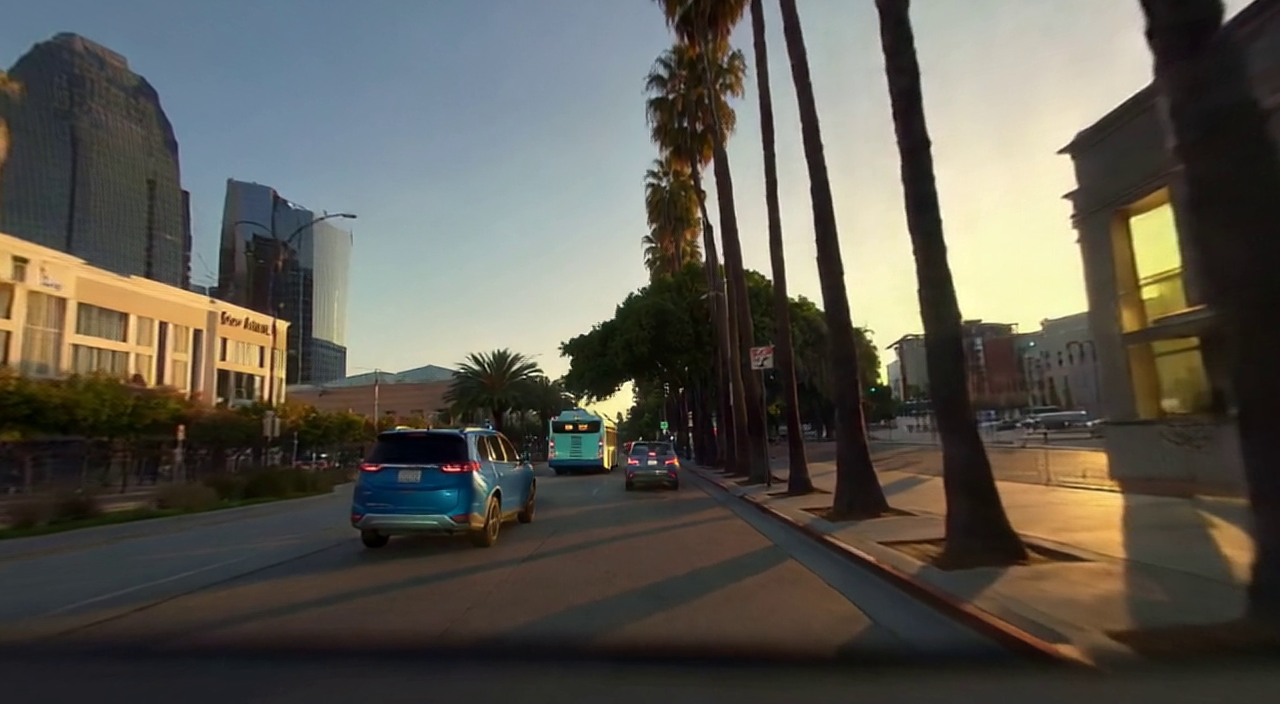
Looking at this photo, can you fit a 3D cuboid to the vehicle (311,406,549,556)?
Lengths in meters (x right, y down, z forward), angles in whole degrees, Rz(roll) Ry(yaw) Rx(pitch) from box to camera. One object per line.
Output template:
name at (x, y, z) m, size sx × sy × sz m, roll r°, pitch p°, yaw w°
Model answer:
vehicle at (-2.876, 1.899, 9.987) m, size 2.124 × 1.799 × 4.587 m, roll 0°, pitch -8°, yaw 1°

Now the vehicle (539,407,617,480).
vehicle at (-2.741, 4.439, 30.643) m, size 2.775 × 3.064 × 8.297 m, roll 0°, pitch -8°, yaw 1°

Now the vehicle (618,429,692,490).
vehicle at (0.443, 3.399, 20.195) m, size 2.120 × 1.727 × 3.917 m, roll 0°, pitch -8°, yaw 0°
